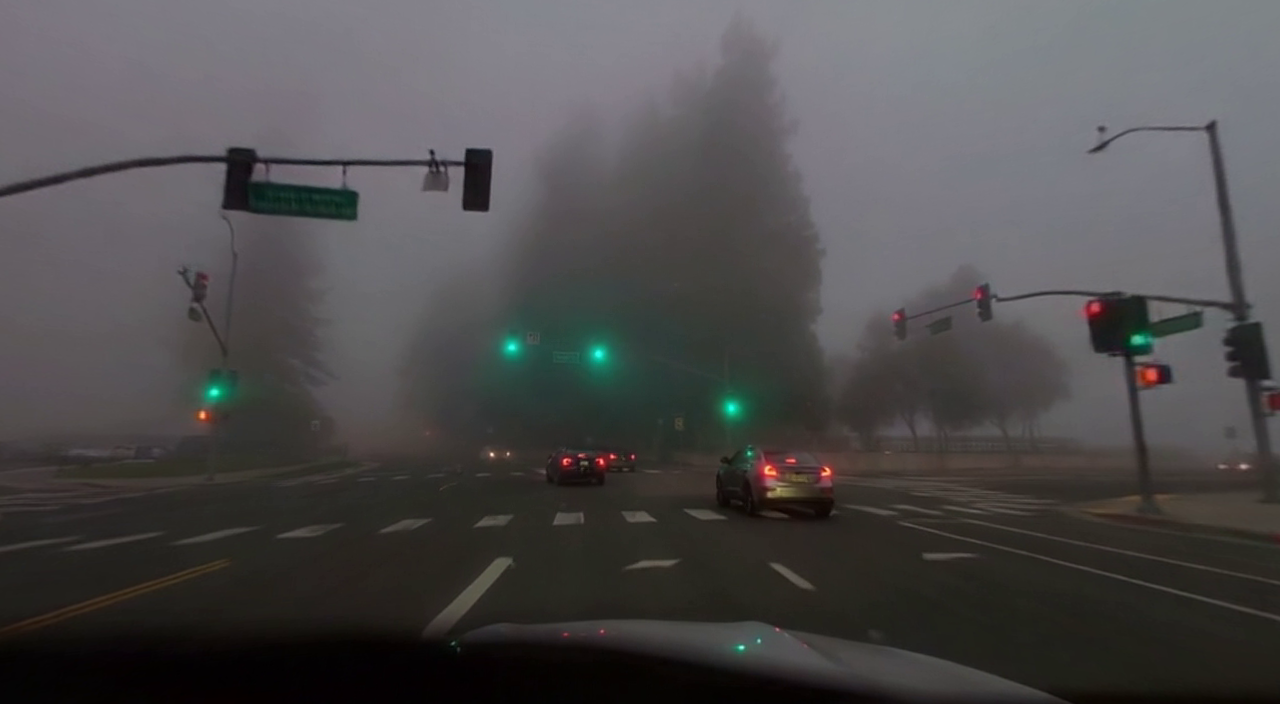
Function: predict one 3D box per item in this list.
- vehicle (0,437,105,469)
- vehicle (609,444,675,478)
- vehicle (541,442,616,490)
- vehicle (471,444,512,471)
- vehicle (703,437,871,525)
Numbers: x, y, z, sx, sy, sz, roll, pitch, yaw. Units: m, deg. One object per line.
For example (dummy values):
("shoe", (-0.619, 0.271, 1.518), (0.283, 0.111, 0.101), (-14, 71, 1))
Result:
("vehicle", (-31.624, 5.411, 33.882), (3.796, 1.595, 1.808), (3, -9, -18))
("vehicle", (0.008, 5.170, 30.258), (1.957, 1.463, 4.701), (2, -9, -15))
("vehicle", (-2.345, 4.057, 22.866), (2.308, 1.535, 4.811), (2, -9, -10))
("vehicle", (-9.116, 6.404, 38.469), (2.012, 1.492, 4.079), (4, -8, -18))
("vehicle", (2.773, 2.552, 13.114), (1.984, 1.476, 4.488), (1, -9, -6))
